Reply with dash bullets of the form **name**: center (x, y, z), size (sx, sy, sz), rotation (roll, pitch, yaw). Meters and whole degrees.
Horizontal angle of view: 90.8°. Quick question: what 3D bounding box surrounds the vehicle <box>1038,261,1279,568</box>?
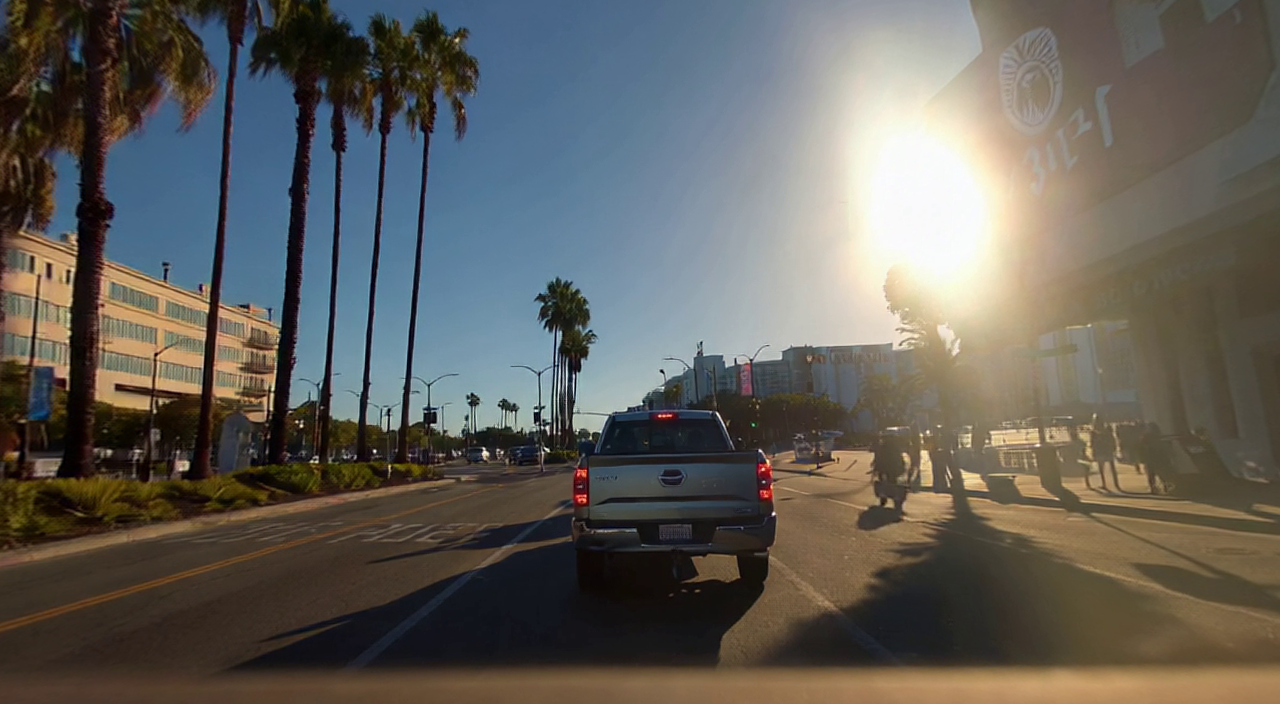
- **vehicle**: center (7.907, 0.880, 8.603), size (2.666, 3.345, 3.622), rotation (-1, -9, 7)

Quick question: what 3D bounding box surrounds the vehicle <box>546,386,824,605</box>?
- **vehicle**: center (0.404, 1.591, 7.981), size (2.311, 1.819, 5.255), rotation (0, -8, 1)
